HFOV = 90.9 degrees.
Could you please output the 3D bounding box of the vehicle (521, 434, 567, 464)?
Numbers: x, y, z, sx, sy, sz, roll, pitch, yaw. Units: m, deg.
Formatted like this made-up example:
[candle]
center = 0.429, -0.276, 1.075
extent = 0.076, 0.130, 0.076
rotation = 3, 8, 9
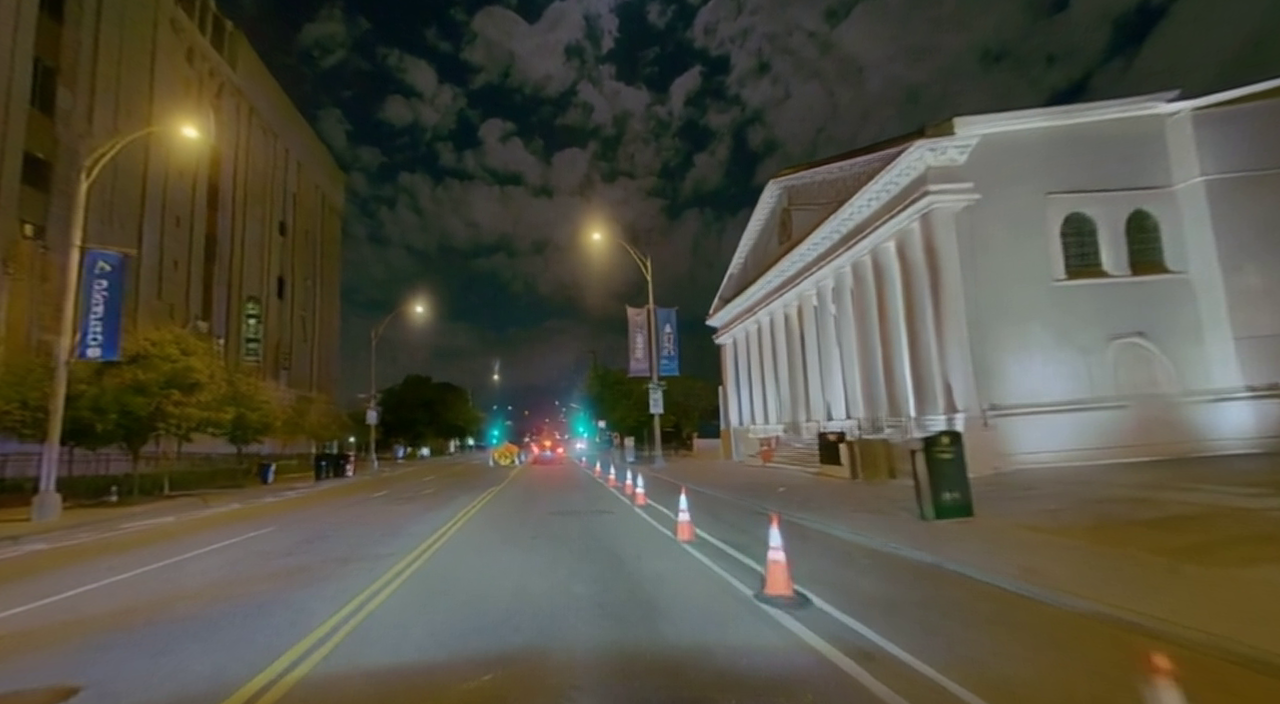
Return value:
[vehicle]
center = -5.123, 5.145, 33.620
extent = 2.216, 1.492, 4.725
rotation = 2, -8, -9
